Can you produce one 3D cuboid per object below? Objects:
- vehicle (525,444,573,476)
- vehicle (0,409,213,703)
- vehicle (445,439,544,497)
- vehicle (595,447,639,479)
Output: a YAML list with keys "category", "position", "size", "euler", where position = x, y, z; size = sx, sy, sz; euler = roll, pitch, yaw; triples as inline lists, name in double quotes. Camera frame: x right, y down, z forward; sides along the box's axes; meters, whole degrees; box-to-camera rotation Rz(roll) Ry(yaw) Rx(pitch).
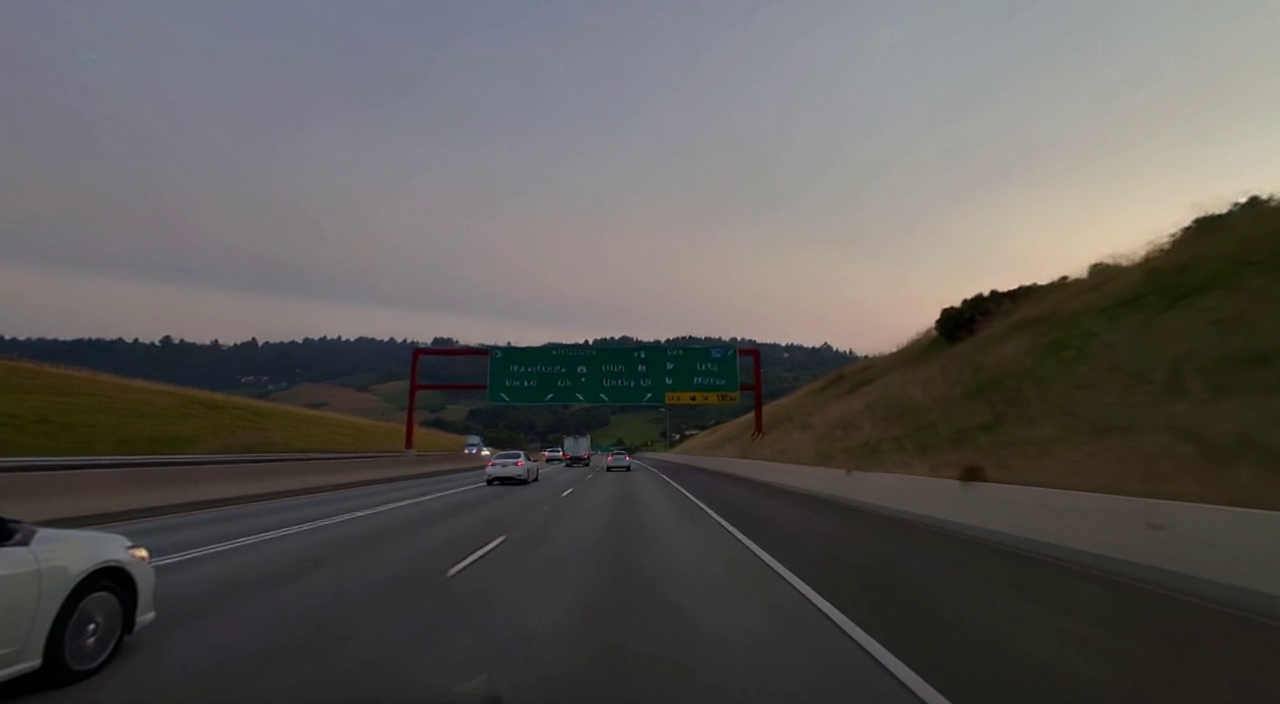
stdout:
- category: "vehicle"
  position: [-4.962, 5.948, 34.835]
  size: [2.118, 1.624, 4.032]
  euler: [0, -9, -1]
- category: "vehicle"
  position: [-3.928, 0.934, 2.345]
  size: [1.892, 1.492, 3.940]
  euler: [0, -9, 0]
- category: "vehicle"
  position: [-4.511, 3.675, 20.313]
  size: [2.208, 1.619, 4.162]
  euler: [0, -9, 0]
- category: "vehicle"
  position: [-1.127, 5.407, 30.885]
  size: [1.988, 1.440, 4.201]
  euler: [0, -9, -2]
